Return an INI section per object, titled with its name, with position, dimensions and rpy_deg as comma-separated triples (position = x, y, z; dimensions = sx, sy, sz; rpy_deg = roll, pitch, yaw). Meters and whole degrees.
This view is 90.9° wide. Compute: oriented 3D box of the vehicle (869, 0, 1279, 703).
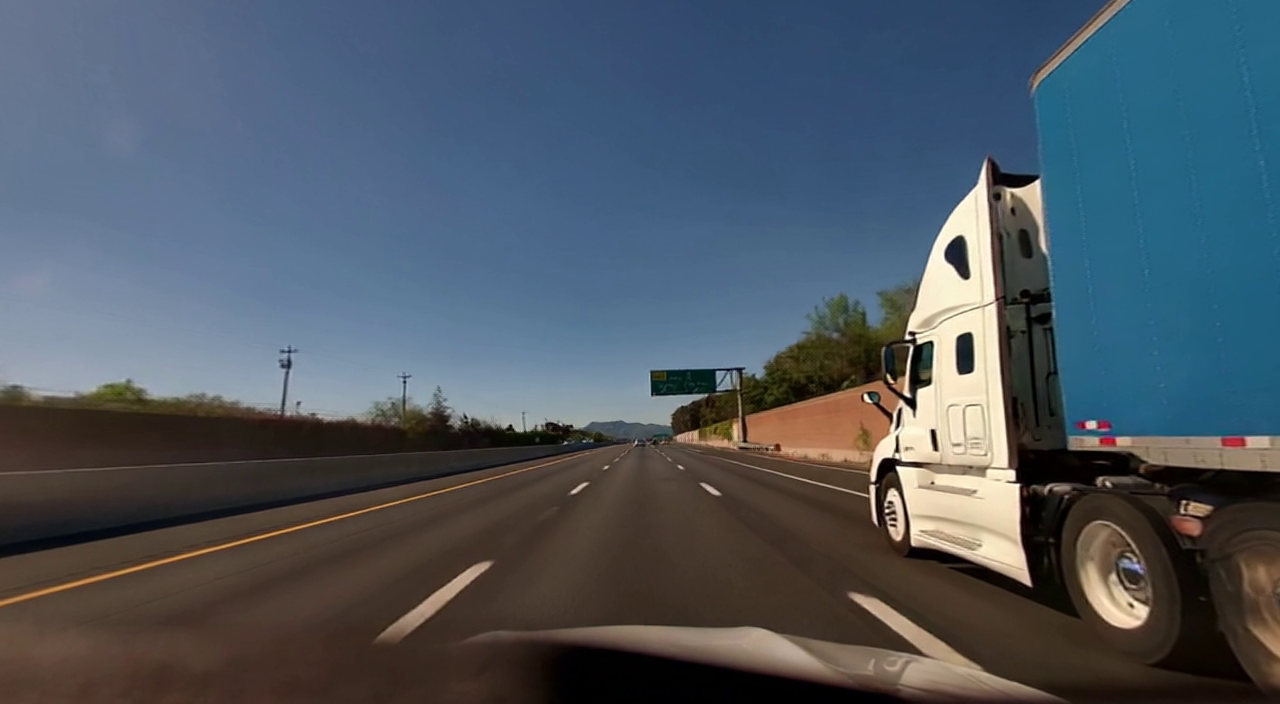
[vehicle]
position = 3.925, -0.391, 1.832
dimensions = 3.012, 3.768, 8.945
rpy_deg = 0, -8, -1
